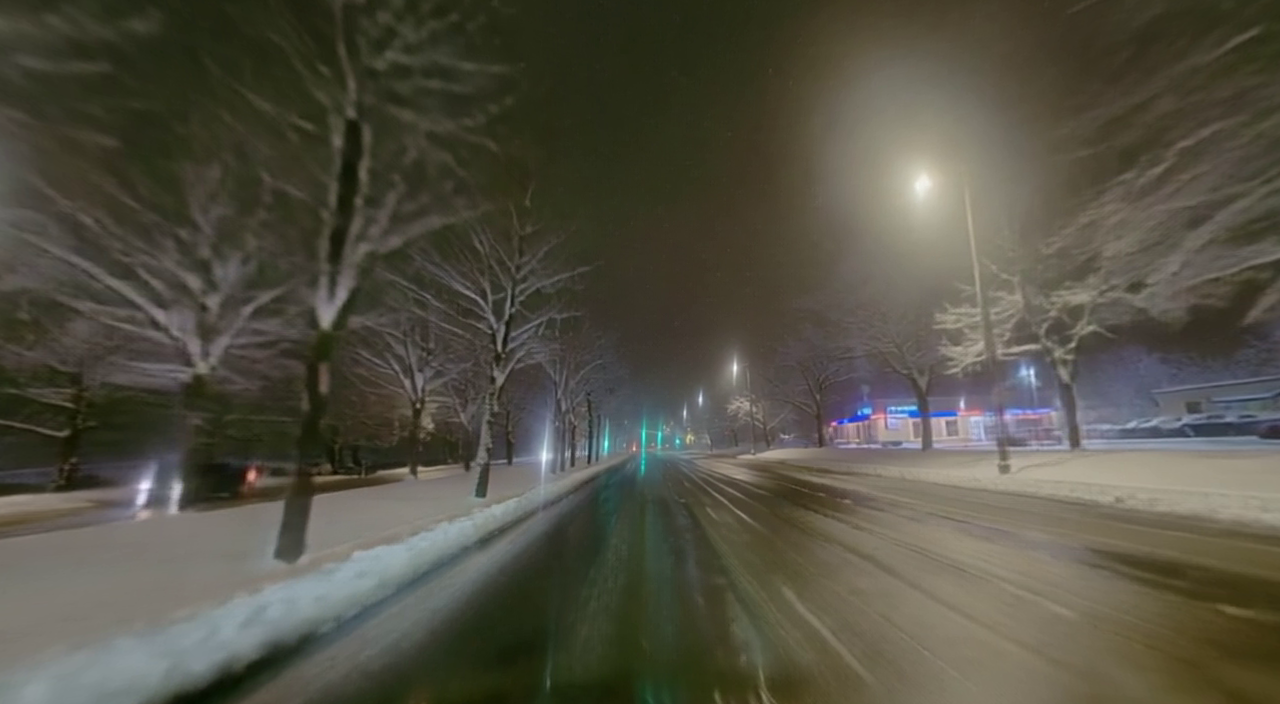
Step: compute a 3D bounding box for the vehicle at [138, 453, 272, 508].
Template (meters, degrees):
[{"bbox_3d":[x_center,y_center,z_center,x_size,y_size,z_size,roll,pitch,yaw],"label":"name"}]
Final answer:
[{"bbox_3d":[-14.346,4.209,21.231,2.129,1.494,5.184,2,-9,-16],"label":"vehicle"}]
